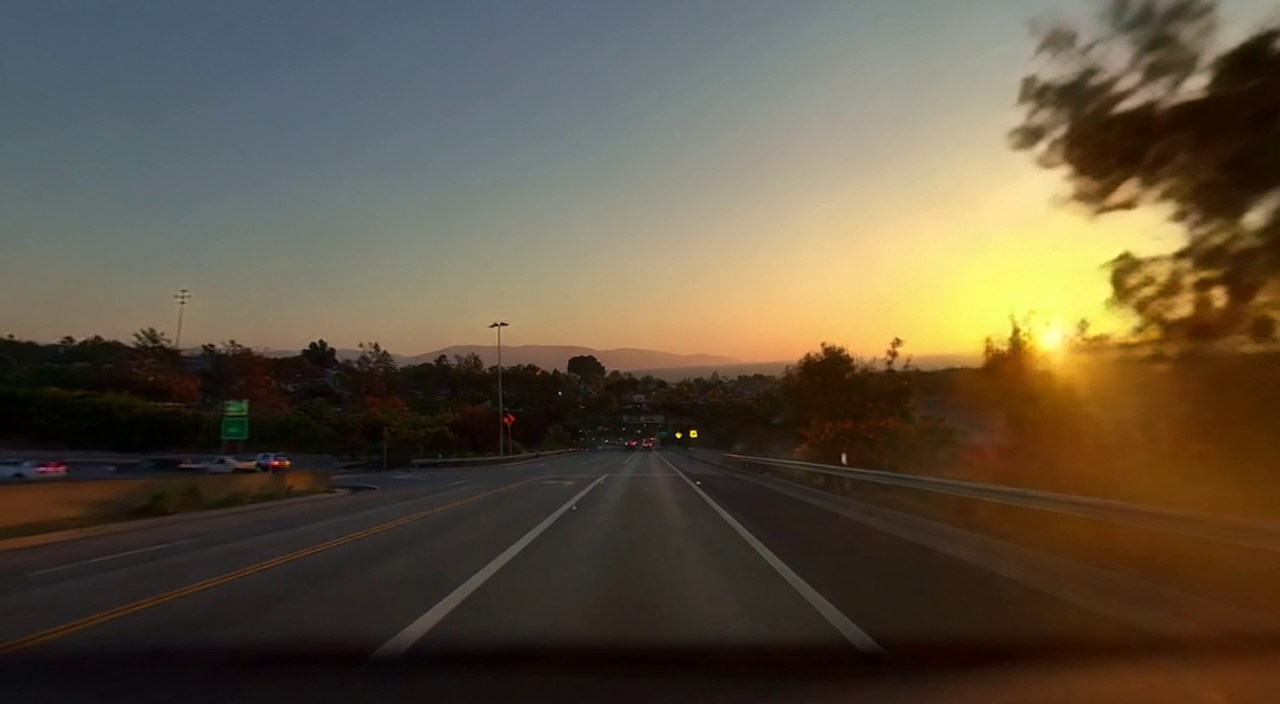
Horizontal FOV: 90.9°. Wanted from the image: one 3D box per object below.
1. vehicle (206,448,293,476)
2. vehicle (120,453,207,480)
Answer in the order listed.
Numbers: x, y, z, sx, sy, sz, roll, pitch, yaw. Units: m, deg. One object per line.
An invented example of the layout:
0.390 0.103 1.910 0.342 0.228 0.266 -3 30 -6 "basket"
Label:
-25.705 7.223 41.549 4.495 1.641 1.966 -2 -8 3 "vehicle"
-31.566 7.572 41.819 4.260 1.498 1.850 -3 -8 -1 "vehicle"
